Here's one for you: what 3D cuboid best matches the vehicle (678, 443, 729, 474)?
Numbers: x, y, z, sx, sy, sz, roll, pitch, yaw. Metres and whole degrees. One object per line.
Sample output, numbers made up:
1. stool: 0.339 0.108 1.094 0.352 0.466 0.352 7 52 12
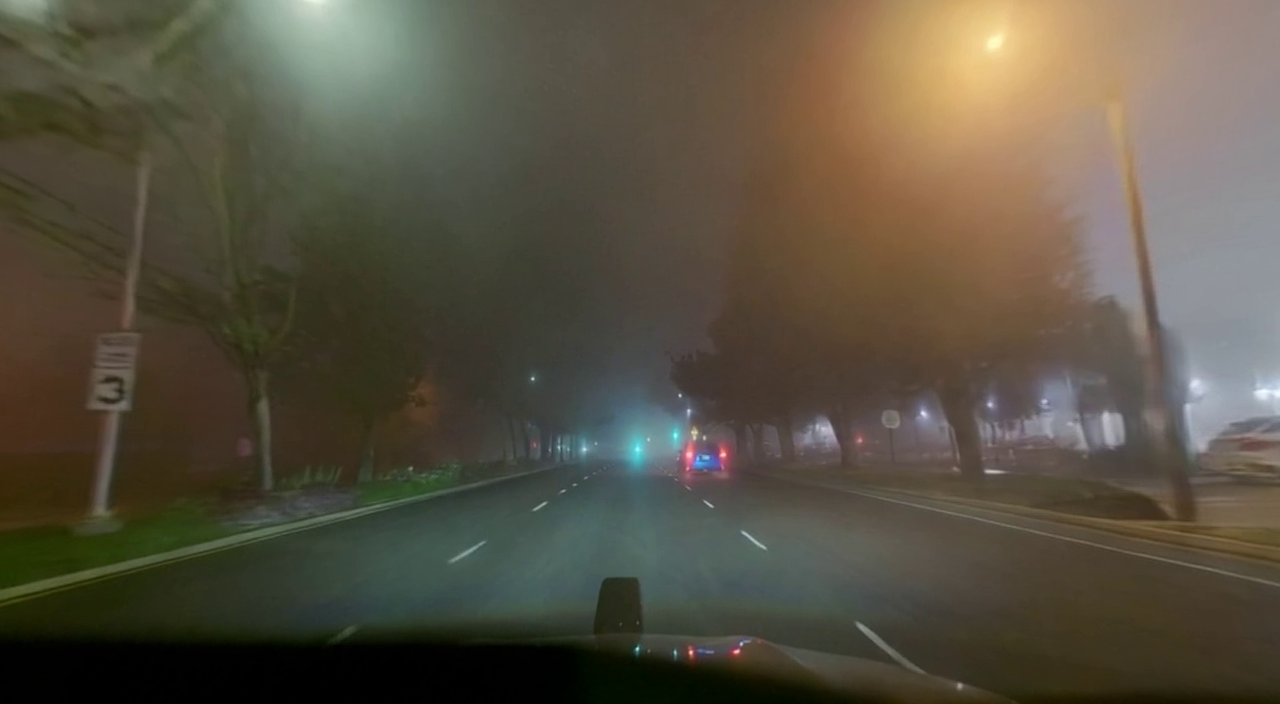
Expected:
1. vehicle: 3.196 5.462 32.678 2.033 1.482 4.571 0 -8 -2
